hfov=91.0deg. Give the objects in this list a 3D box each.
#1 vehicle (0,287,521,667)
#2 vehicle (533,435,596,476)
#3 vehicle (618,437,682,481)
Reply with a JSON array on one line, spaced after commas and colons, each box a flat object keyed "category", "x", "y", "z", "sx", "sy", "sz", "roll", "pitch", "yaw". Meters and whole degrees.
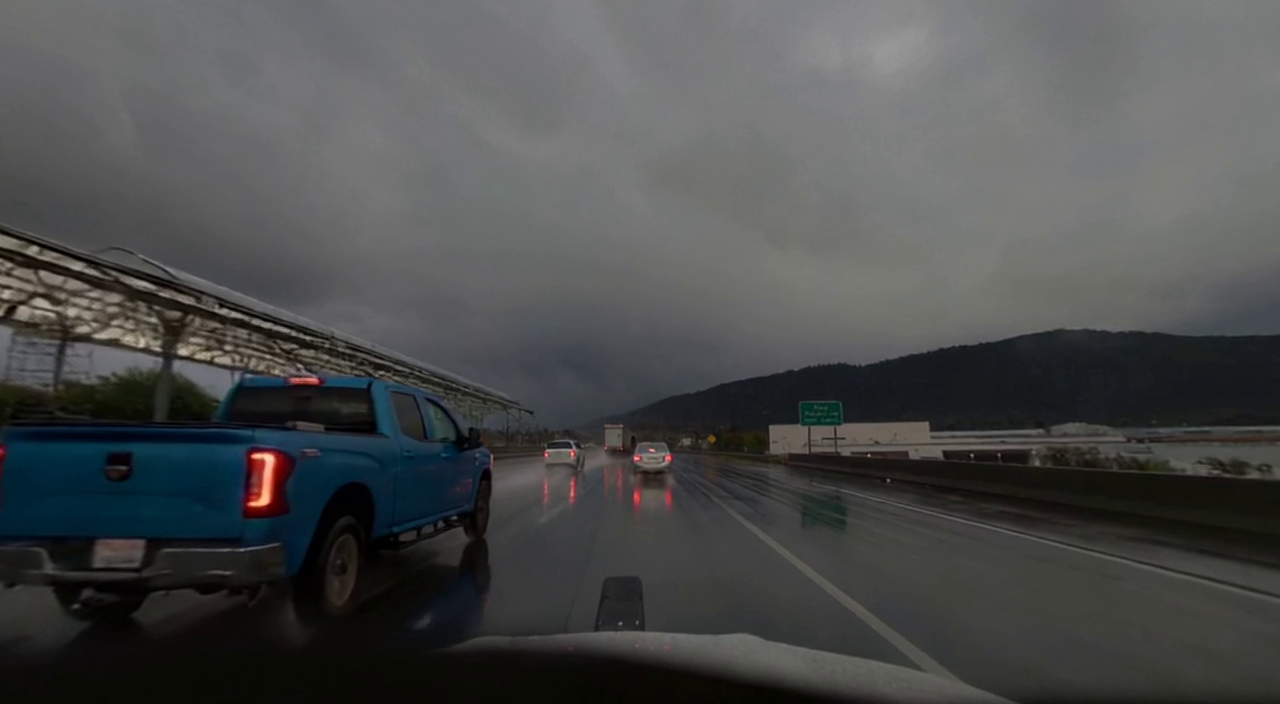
[{"category": "vehicle", "x": -3.455, "y": 1.182, "z": 7.165, "sx": 2.733, "sy": 2.230, "sz": 6.820, "roll": 0, "pitch": -8, "yaw": 1}, {"category": "vehicle", "x": -3.225, "y": 4.546, "z": 27.907, "sx": 2.151, "sy": 1.613, "sz": 4.786, "roll": 0, "pitch": -8, "yaw": 1}, {"category": "vehicle", "x": 0.349, "y": 3.991, "z": 23.724, "sx": 2.171, "sy": 1.493, "sz": 4.081, "roll": 0, "pitch": -8, "yaw": 0}]
